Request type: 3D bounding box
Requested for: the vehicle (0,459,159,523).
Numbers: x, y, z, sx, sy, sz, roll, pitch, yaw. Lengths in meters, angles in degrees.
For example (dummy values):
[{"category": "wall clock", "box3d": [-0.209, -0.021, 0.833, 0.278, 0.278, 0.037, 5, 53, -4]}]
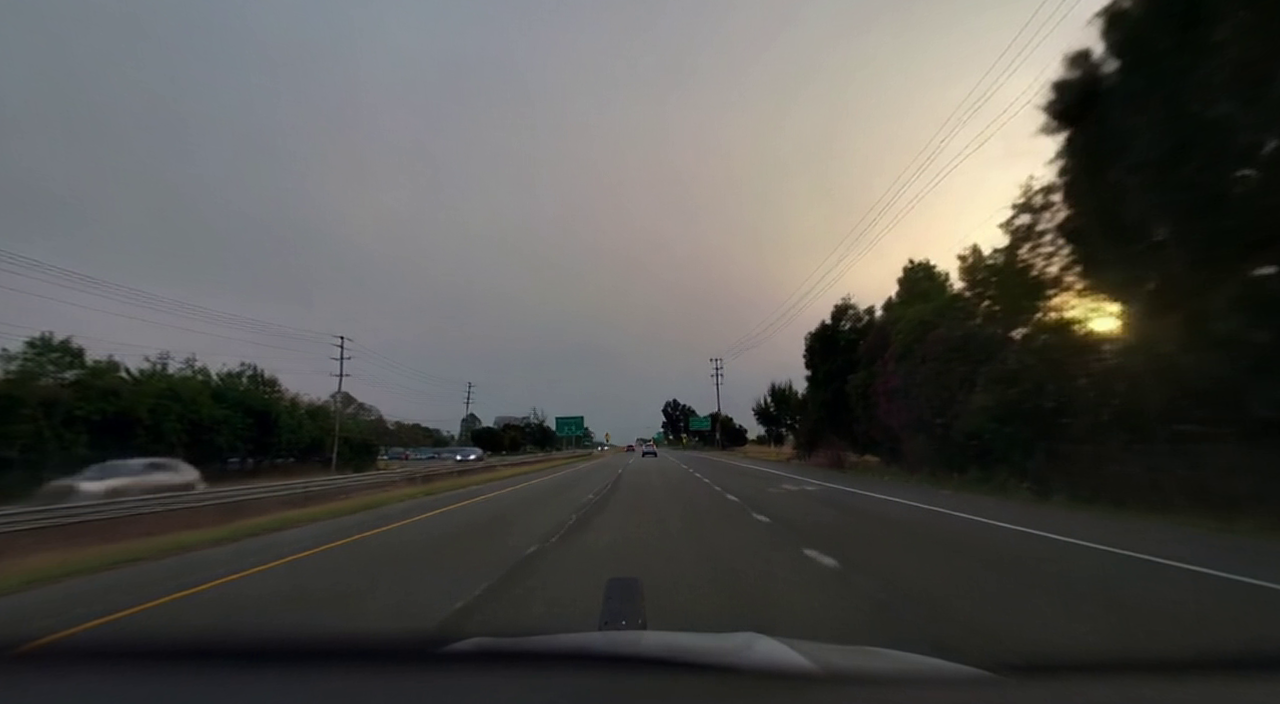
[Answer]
[{"category": "vehicle", "box3d": [-16.991, 3.986, 18.547, 1.904, 1.490, 4.703, -1, -8, 1]}]
